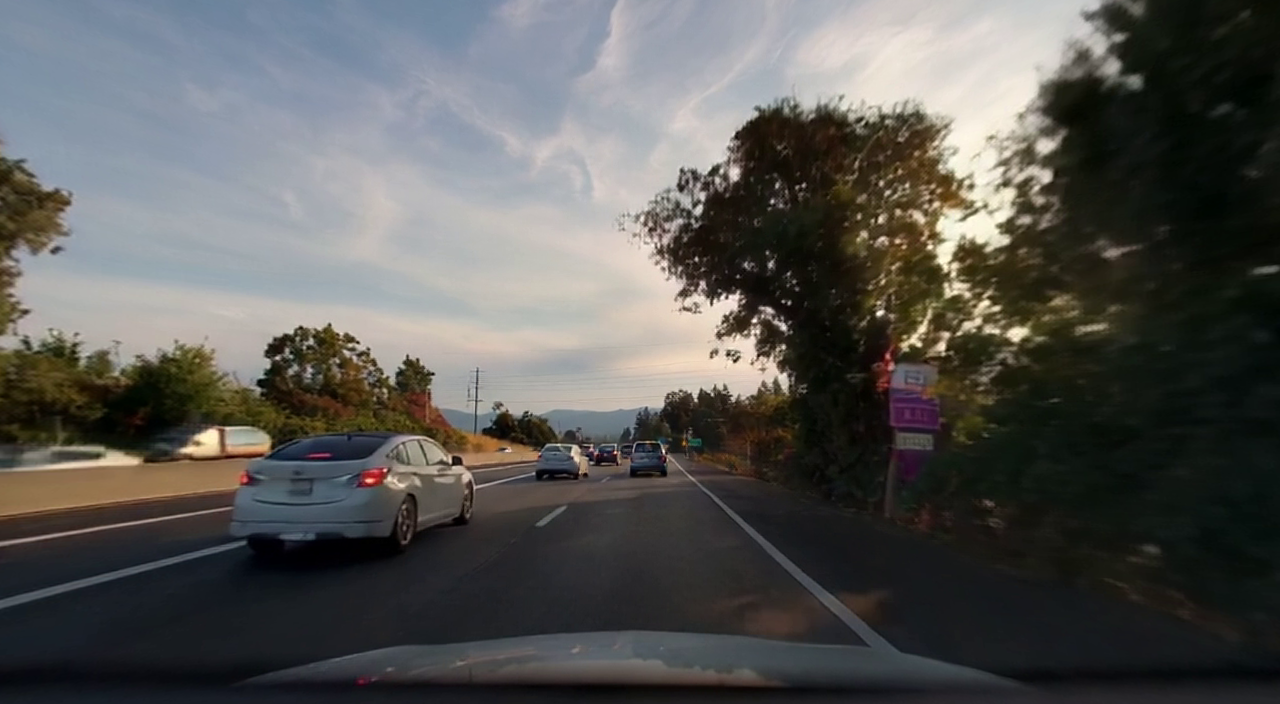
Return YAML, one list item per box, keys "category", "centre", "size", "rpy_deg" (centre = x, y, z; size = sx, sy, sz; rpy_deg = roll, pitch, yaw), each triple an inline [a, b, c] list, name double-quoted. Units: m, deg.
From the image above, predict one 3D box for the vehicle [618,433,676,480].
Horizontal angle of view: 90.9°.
- category: "vehicle"
  centre: [0.325, 4.459, 27.130]
  size: [2.319, 1.813, 4.274]
  rpy_deg: [0, -8, 1]

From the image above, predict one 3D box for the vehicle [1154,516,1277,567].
- category: "vehicle"
  centre: [25.315, 8.323, 27.983]
  size: [1.985, 1.513, 4.339]
  rpy_deg: [-2, -8, 11]

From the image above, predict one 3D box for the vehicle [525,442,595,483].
- category: "vehicle"
  centre: [-3.077, 4.379, 25.351]
  size: [2.092, 1.464, 4.466]
  rpy_deg: [0, -8, 2]

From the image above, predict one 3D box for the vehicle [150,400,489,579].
- category: "vehicle"
  centre: [-3.729, 1.698, 8.561]
  size: [2.104, 1.754, 4.515]
  rpy_deg: [0, -8, 2]
